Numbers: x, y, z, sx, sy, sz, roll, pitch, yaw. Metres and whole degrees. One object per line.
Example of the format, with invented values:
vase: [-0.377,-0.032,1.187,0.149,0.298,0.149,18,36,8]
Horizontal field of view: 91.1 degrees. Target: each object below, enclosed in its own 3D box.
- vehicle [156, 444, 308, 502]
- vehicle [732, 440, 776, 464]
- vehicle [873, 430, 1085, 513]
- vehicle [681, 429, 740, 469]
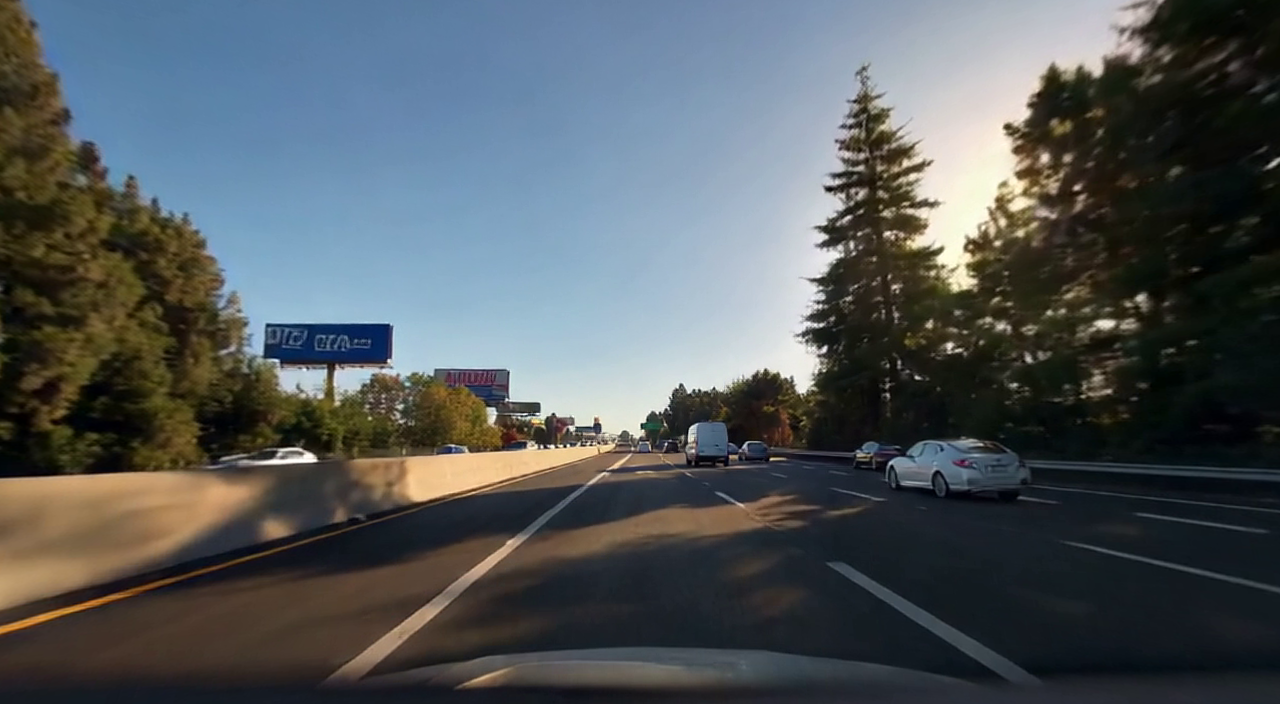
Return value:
vehicle: [-13.975,4.112,21.932,2.213,1.636,4.641,-4,-8,0]
vehicle: [7.445,6.587,41.451,2.099,1.510,3.784,0,-8,-1]
vehicle: [7.215,2.582,14.138,2.003,1.517,4.936,0,-8,0]
vehicle: [3.899,5.495,35.825,2.546,2.087,5.404,0,-8,-2]
